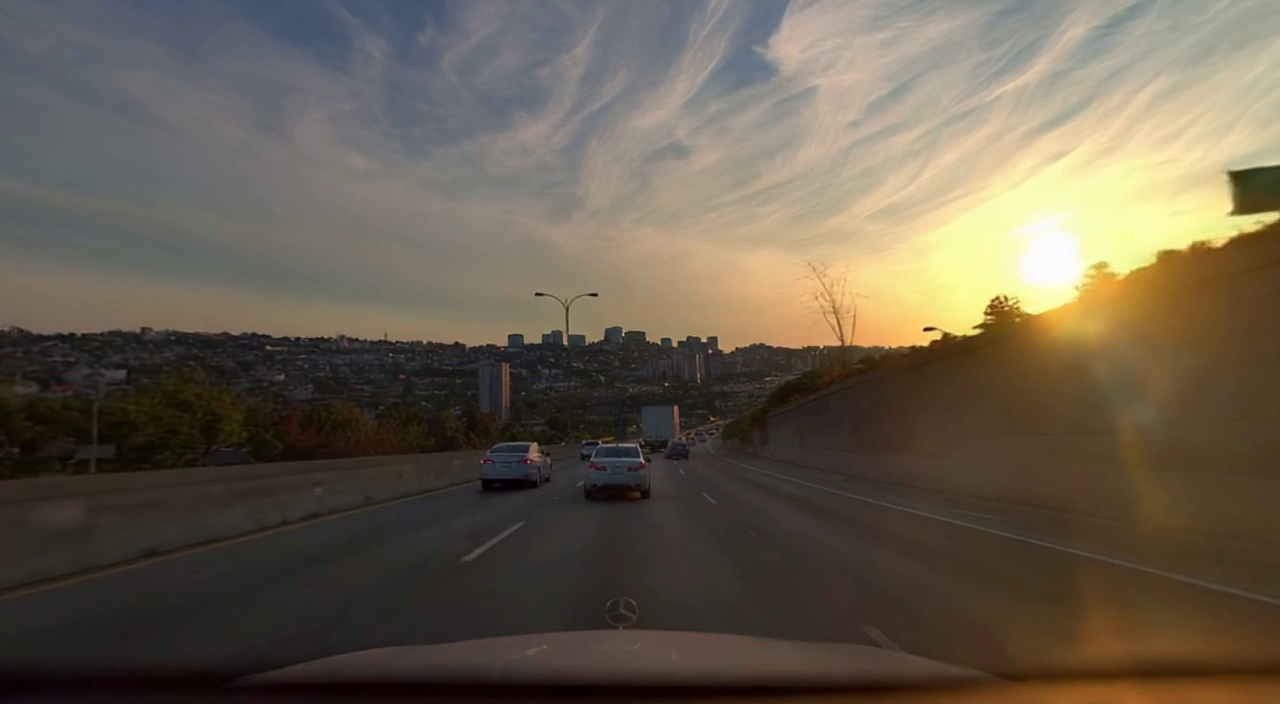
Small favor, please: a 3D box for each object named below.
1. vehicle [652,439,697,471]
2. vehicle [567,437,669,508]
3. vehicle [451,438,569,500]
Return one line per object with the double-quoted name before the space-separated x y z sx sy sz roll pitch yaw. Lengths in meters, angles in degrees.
"vehicle" 1.883 5.833 36.024 2.166 1.666 4.618 0 -9 -2
"vehicle" -0.408 2.842 15.350 2.136 1.470 3.971 -1 -9 2
"vehicle" -3.465 3.254 17.997 2.130 1.474 5.027 -1 -9 2
